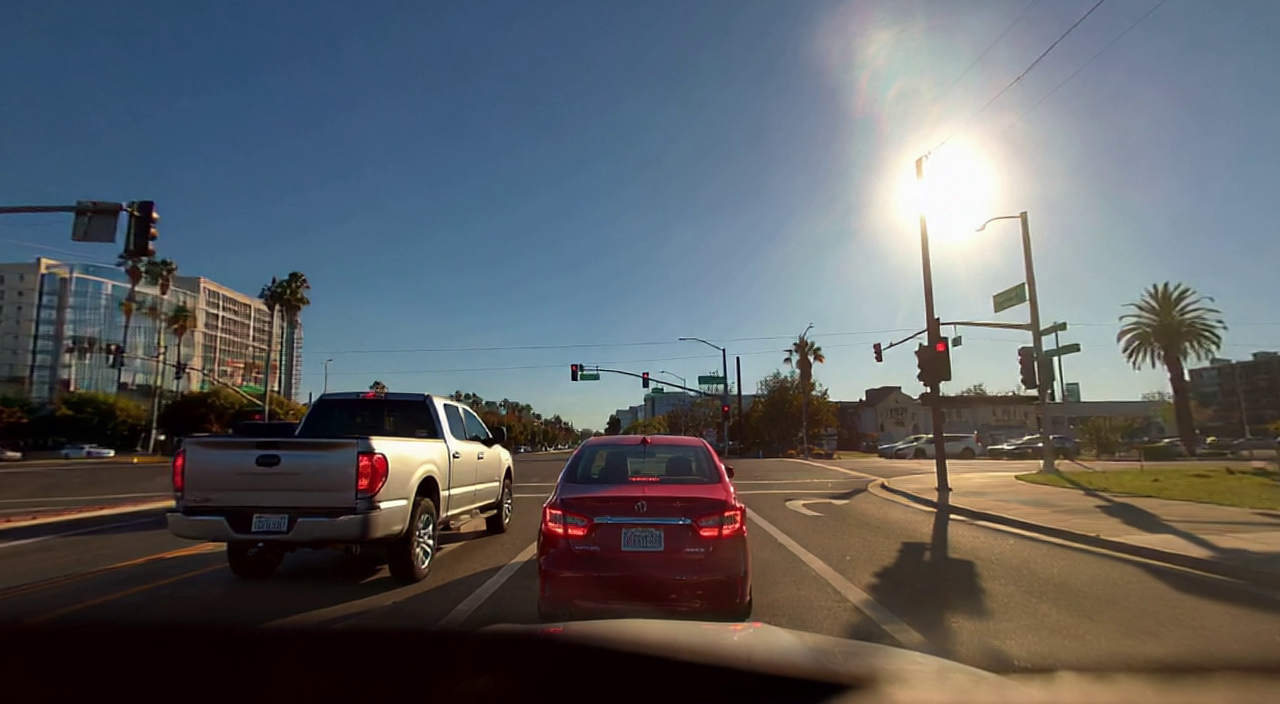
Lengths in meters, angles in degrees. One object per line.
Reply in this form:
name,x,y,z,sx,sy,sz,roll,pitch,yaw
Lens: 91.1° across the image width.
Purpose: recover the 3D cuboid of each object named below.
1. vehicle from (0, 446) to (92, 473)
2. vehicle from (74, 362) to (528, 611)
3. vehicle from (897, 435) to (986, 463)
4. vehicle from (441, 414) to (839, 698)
vehicle,-37.116,6.630,38.857,4.576,1.617,1.937,0,-8,2
vehicle,-3.233,1.480,7.907,2.330,1.969,5.626,-1,-8,3
vehicle,18.804,6.078,39.292,4.466,1.717,1.963,0,-8,2
vehicle,0.028,1.401,5.506,2.122,1.501,4.152,0,-8,1
